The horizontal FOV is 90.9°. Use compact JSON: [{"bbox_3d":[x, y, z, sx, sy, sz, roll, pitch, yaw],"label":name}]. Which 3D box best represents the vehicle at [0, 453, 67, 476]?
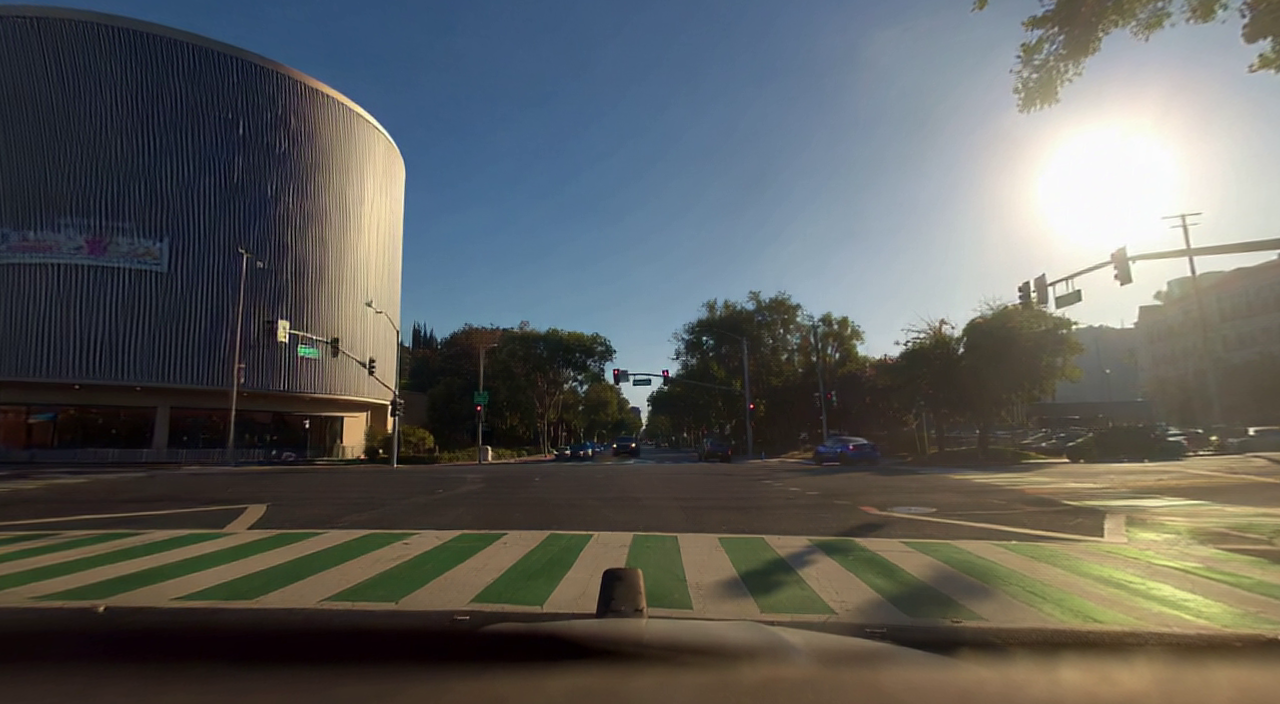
[{"bbox_3d":[-41.649,7.635,42.781,3.698,1.467,1.779,0,-8,1],"label":"vehicle"}]

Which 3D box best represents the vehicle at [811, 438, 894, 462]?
[{"bbox_3d":[13.164,6.108,39.261,4.529,1.457,1.981,-1,-9,8],"label":"vehicle"}]

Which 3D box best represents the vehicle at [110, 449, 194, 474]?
[{"bbox_3d":[-33.067,7.401,42.768,4.136,1.661,1.857,0,-8,1],"label":"vehicle"}]

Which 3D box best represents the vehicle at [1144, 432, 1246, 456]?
[{"bbox_3d":[36.176,6.017,41.180,4.767,1.456,1.858,-1,-8,3],"label":"vehicle"}]
